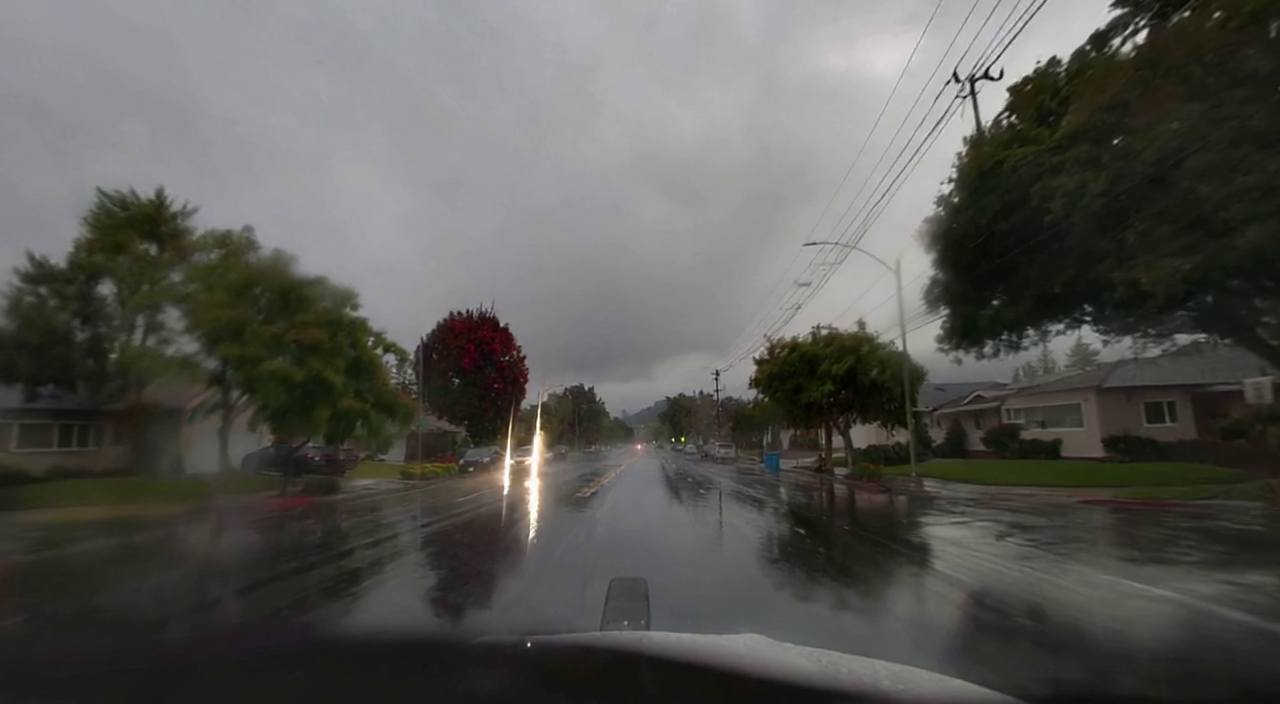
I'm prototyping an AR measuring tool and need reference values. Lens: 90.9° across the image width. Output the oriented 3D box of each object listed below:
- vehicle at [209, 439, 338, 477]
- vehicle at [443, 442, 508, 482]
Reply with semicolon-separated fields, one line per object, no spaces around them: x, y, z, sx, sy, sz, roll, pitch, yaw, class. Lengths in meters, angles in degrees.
-17.818;5.173;30.814;5.004;1.755;2.038;0;-8;0;vehicle
-9.945;6.644;38.590;2.419;2.001;5.566;-3;-7;1;vehicle
